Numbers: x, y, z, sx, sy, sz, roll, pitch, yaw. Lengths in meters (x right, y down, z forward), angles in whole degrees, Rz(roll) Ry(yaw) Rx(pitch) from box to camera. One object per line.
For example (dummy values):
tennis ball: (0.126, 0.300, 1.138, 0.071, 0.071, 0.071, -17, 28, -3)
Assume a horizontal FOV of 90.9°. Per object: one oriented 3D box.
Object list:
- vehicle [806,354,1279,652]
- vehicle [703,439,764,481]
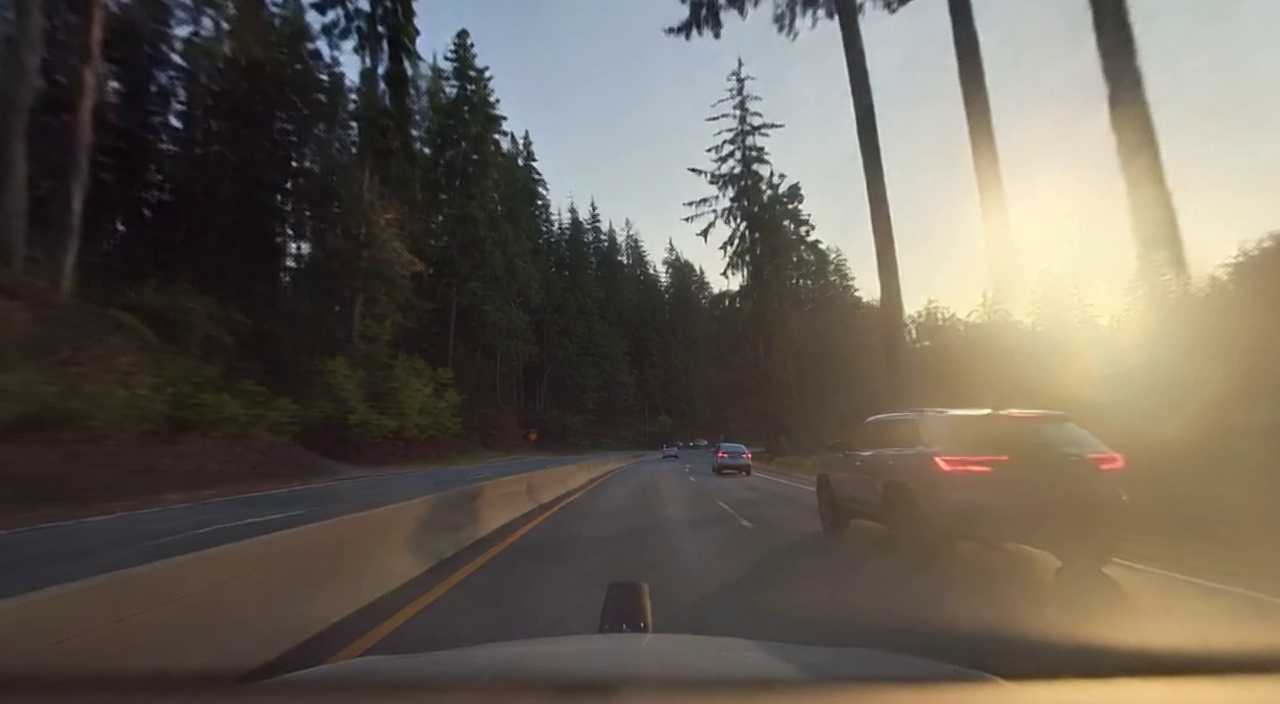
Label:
vehicle: (3.541, 1.309, 6.516, 2.270, 1.897, 4.822, 0, -8, 0)
vehicle: (4.049, 4.774, 28.189, 2.112, 1.708, 4.380, 0, -8, 1)
